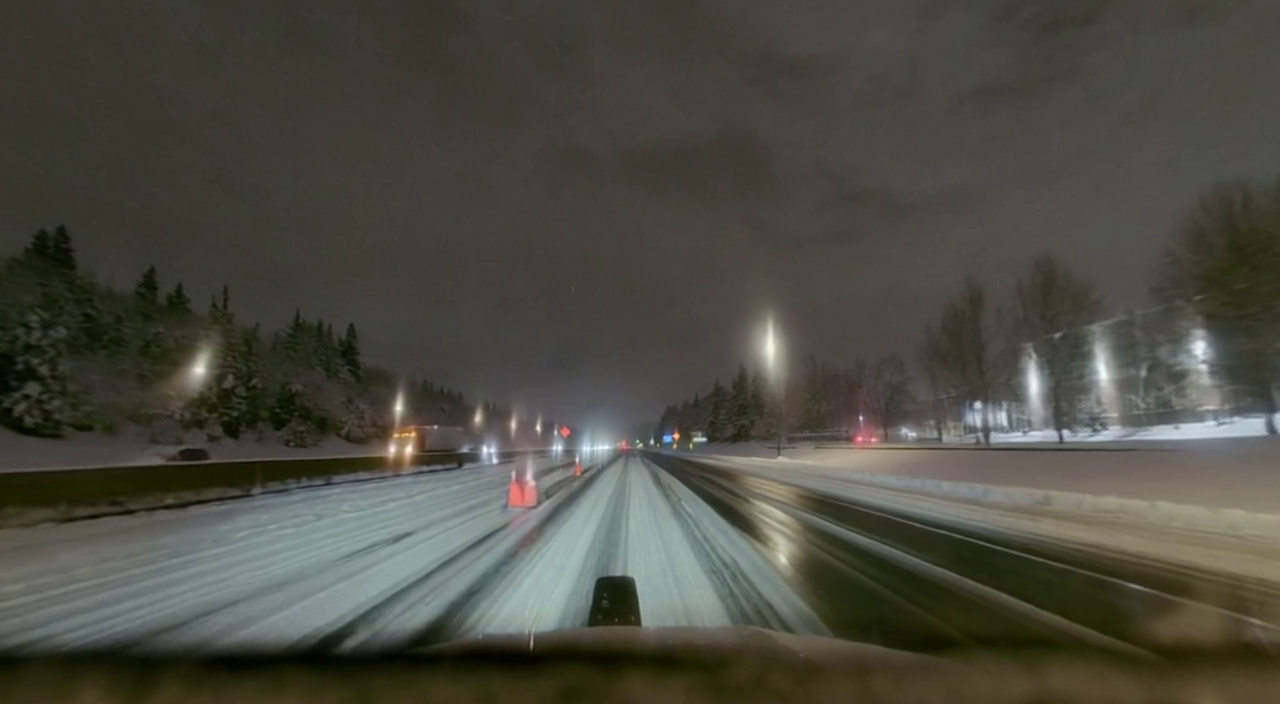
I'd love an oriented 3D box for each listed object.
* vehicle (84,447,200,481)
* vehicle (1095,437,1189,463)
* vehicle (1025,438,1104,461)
[{"bbox_3d":[-24.342,5.477,31.172,1.927,1.547,4.724,0,-9,-1],"label":"vehicle"},{"bbox_3d":[29.573,5.784,37.305,3.869,1.464,1.920,0,-9,-1],"label":"vehicle"},{"bbox_3d":[30.220,6.962,45.103,4.160,1.547,1.986,0,-9,-1],"label":"vehicle"}]
